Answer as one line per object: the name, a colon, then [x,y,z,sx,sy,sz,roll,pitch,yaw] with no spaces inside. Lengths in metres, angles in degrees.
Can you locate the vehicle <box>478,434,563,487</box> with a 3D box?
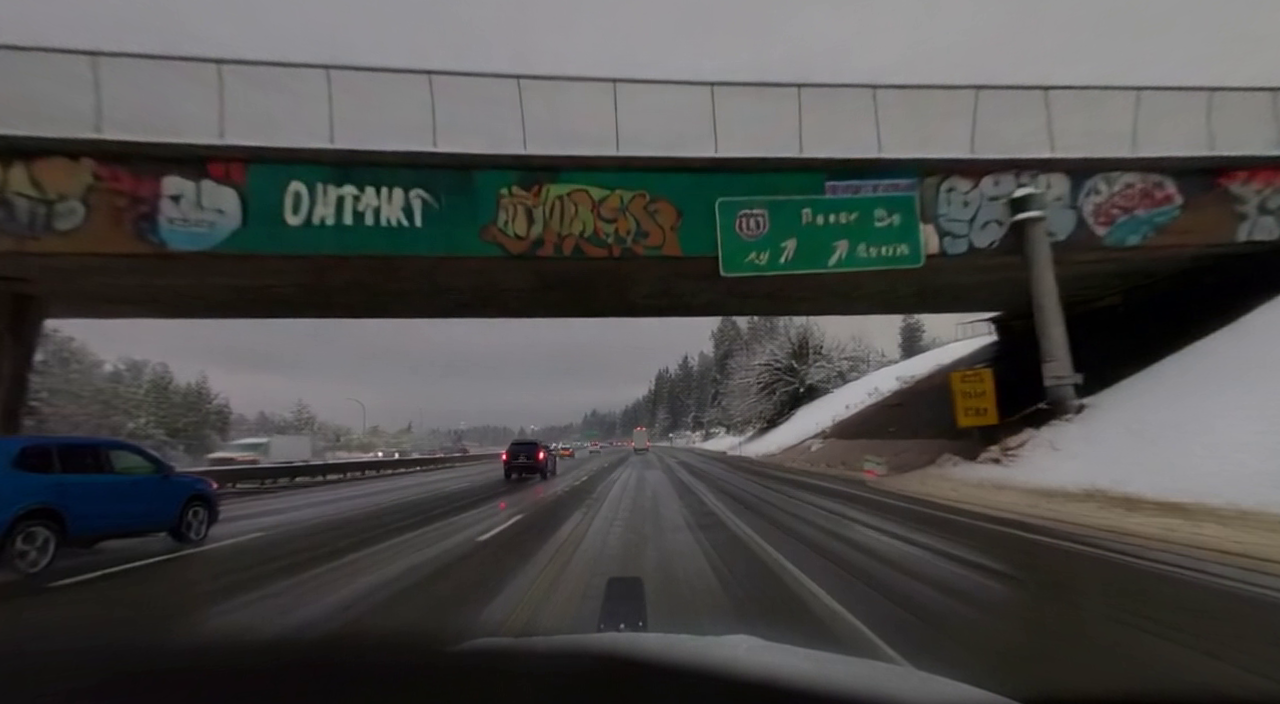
vehicle: [-4.176,3.870,22.706,2.154,1.693,4.394,0,-8,1]

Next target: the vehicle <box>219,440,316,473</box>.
vehicle: [-22.013,6.173,37.437,2.258,1.762,5.665,0,-8,1]

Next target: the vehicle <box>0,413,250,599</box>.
vehicle: [-6.687,1.601,7.137,1.969,1.633,3.962,0,-8,-1]
